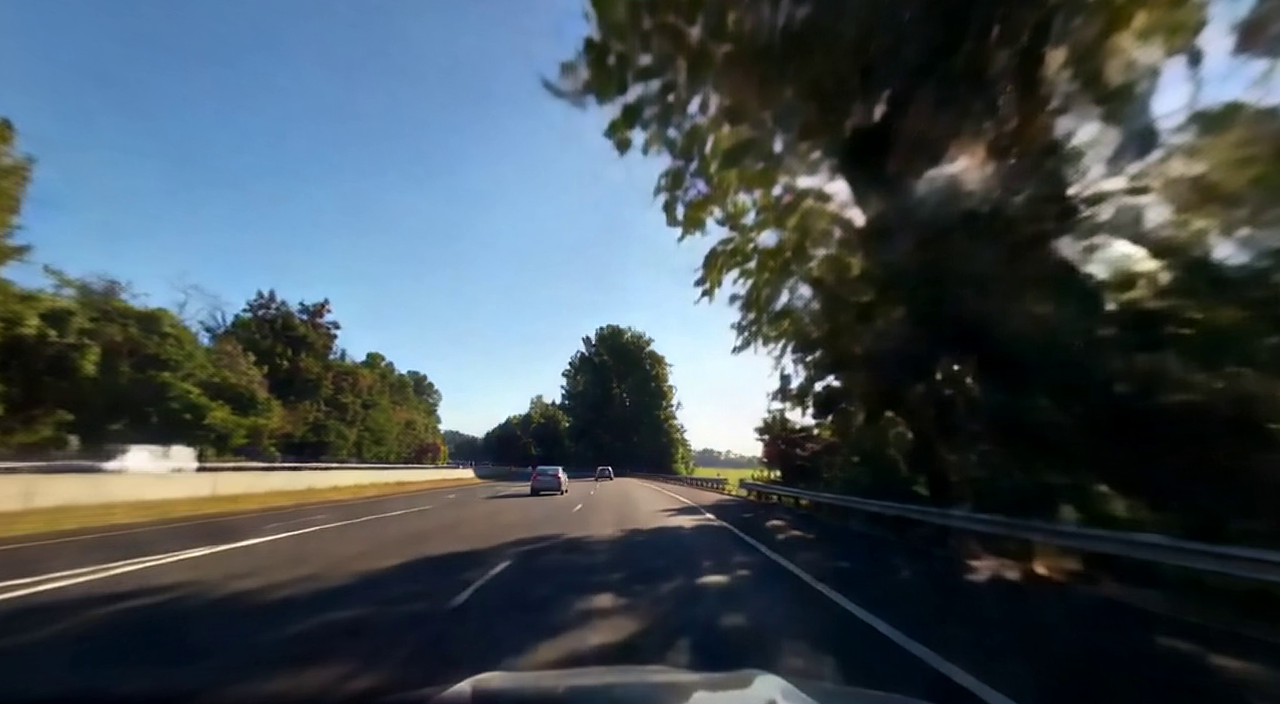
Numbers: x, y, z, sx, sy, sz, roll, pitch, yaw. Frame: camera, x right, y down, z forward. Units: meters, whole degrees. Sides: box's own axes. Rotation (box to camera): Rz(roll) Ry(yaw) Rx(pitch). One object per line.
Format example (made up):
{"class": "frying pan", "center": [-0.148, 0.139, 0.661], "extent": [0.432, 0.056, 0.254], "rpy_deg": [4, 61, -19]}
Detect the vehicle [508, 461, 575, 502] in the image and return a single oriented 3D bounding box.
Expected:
{"class": "vehicle", "center": [-4.046, 5.441, 26.736], "extent": [2.115, 1.546, 4.638], "rpy_deg": [1, -10, -1]}

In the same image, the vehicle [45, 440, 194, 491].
{"class": "vehicle", "center": [-21.481, 4.755, 26.356], "extent": [2.076, 1.899, 4.861], "rpy_deg": [1, -10, -1]}
